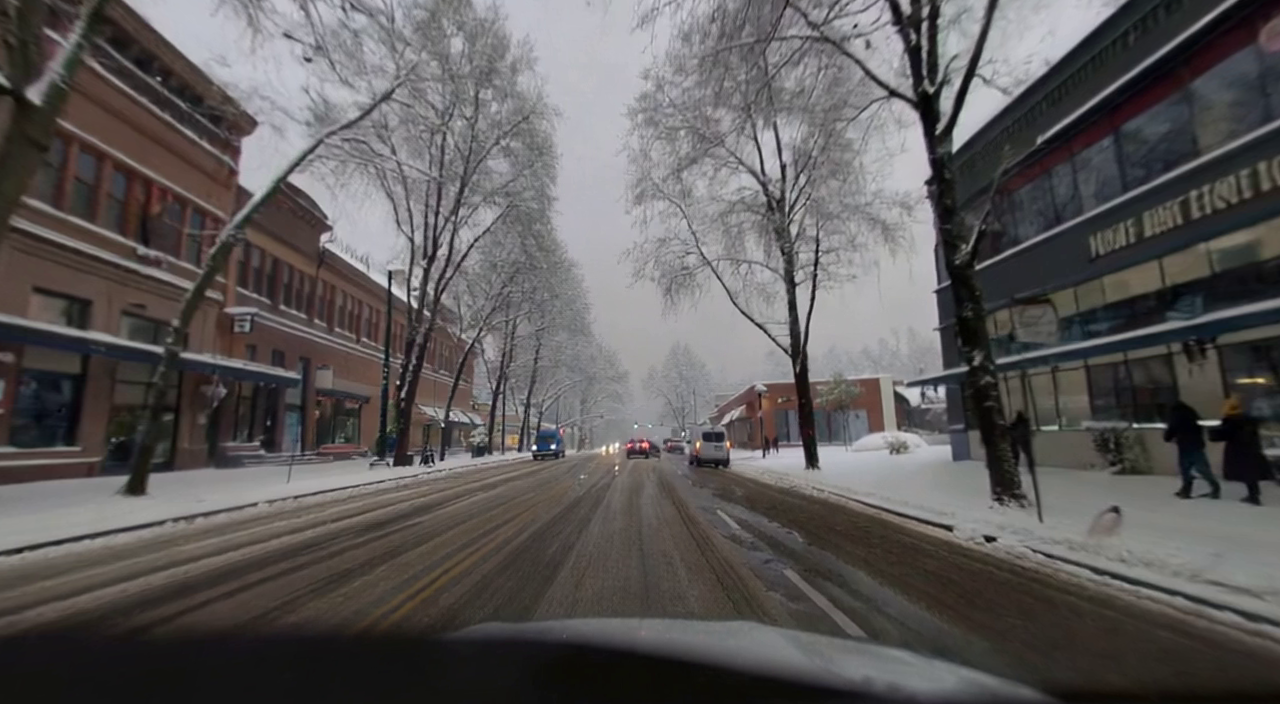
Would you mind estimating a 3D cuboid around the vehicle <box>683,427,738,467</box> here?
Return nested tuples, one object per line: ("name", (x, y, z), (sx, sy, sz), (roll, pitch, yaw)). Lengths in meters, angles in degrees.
("vehicle", (3.713, 5.126, 34.216), (2.357, 1.986, 5.136), (0, -8, -1))
